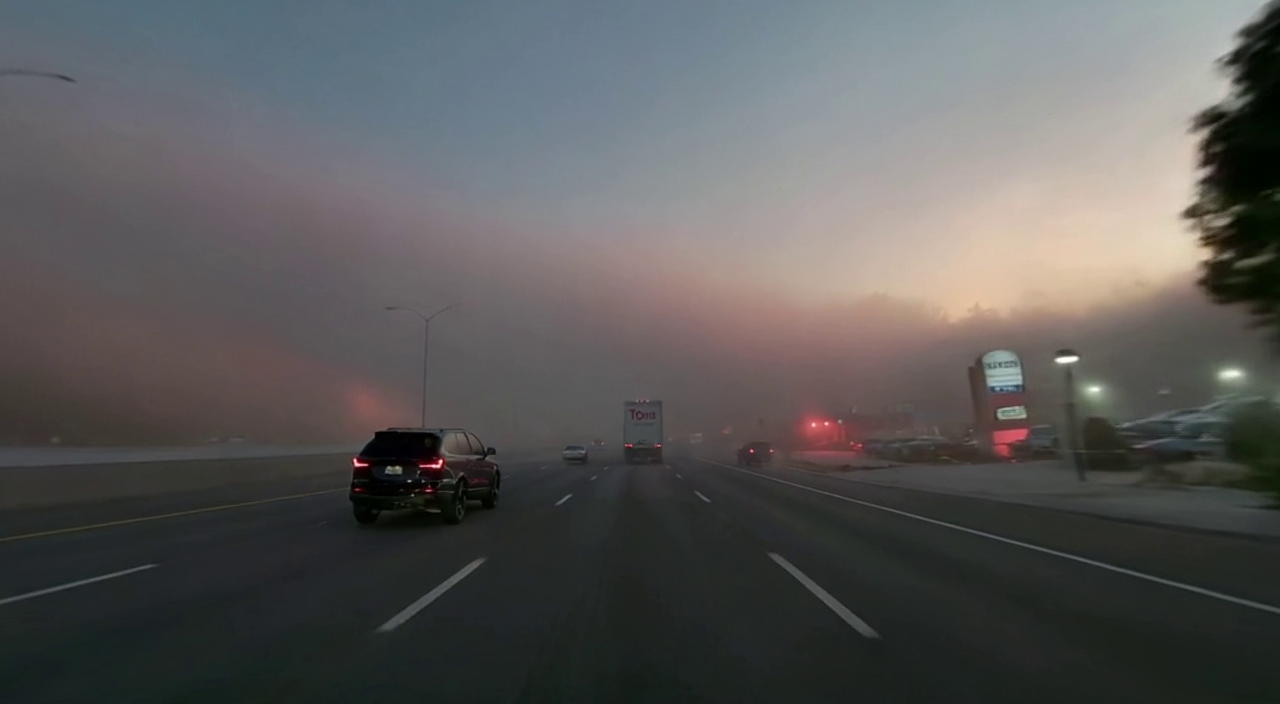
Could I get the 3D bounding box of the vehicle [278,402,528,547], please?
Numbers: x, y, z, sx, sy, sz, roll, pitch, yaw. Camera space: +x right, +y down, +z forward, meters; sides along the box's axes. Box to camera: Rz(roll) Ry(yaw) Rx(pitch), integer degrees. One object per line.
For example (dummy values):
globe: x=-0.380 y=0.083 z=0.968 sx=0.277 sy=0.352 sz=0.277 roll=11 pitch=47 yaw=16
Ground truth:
vehicle: x=-3.457 y=1.927 z=10.488 sx=2.178 sy=1.826 sz=4.933 roll=0 pitch=-9 yaw=1

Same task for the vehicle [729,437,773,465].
vehicle: x=6.897 y=6.212 z=39.536 sx=1.958 sy=1.681 sz=4.109 roll=0 pitch=-9 yaw=-1
